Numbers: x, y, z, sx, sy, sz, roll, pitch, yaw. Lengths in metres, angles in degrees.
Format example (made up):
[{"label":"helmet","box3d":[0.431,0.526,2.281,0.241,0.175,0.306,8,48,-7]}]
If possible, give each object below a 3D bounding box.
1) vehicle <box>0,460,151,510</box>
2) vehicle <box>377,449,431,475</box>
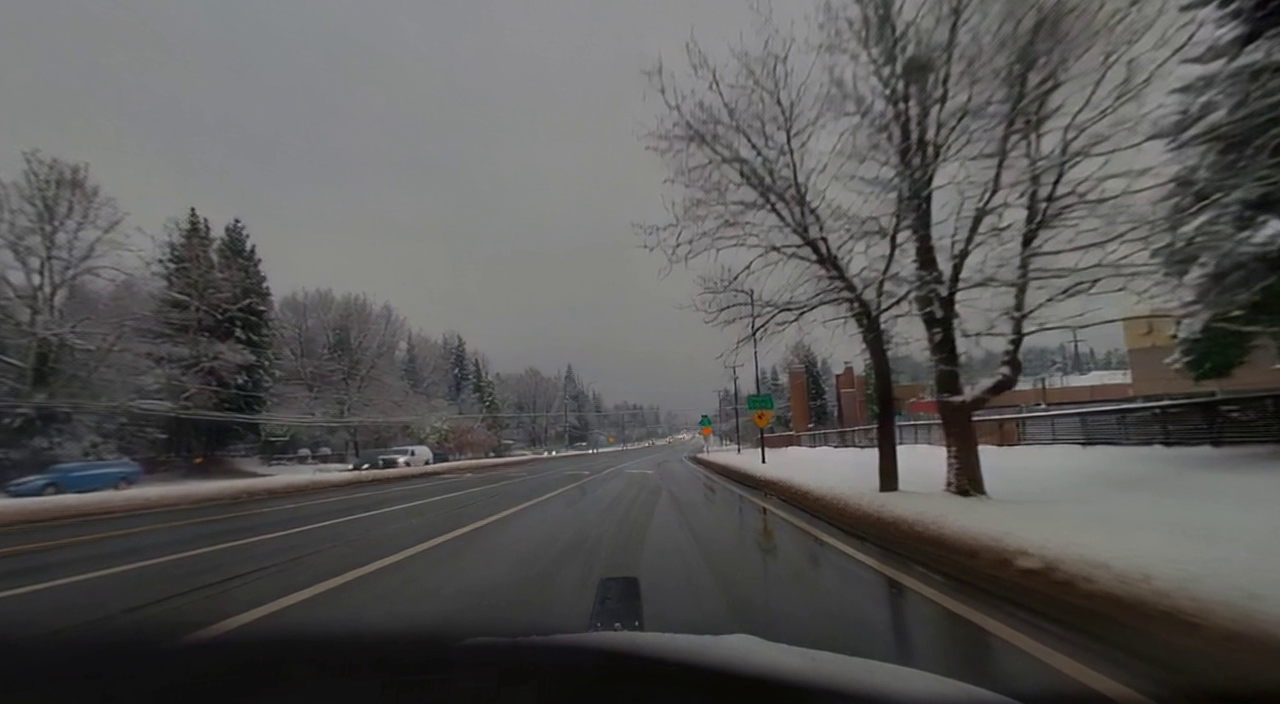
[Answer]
[{"label":"vehicle","box3d":[-20.288,4.651,22.531,1.806,1.438,4.461,-1,-8,7]},{"label":"vehicle","box3d":[-15.837,7.366,42.614,1.925,1.649,4.010,-1,-8,2]}]
